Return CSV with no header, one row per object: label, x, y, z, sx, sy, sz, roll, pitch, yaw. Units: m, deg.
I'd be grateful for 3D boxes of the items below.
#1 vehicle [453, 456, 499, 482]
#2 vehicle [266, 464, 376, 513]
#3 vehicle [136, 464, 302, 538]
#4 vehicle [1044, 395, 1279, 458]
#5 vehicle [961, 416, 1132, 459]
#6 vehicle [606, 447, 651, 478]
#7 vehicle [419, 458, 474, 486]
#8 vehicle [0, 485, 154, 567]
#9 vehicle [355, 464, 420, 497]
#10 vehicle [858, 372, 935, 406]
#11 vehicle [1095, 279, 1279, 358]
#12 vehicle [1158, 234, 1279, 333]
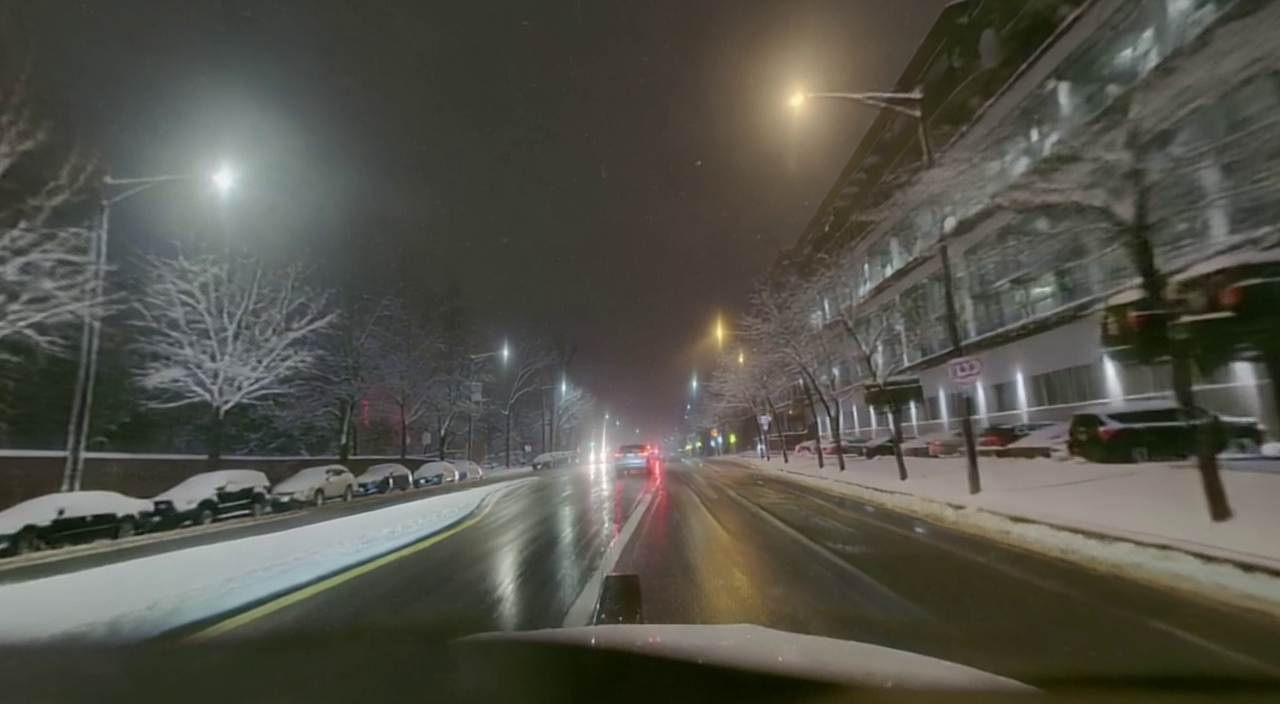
vehicle,-12.209,8.727,47.339,2.016,1.627,4.742,-2,-8,3
vehicle,-13.261,5.668,26.625,1.984,1.635,4.525,-3,-9,5
vehicle,-13.771,4.834,21.096,1.917,1.775,5.018,-10,-10,2
vehicle,14.567,2.158,17.924,4.619,1.626,2.121,-1,-8,6
vehicle,14.984,3.222,23.581,4.750,1.519,2.276,0,-9,3
vehicle,-0.501,5.619,32.526,2.051,1.454,4.132,0,-8,3
vehicle,-12.562,7.801,41.304,1.997,1.668,4.084,-1,-8,4
vehicle,-14.062,3.946,14.452,2.021,1.438,4.616,-3,-9,5
vehicle,-12.956,6.582,32.635,1.646,1.462,3.740,0,-8,2
vehicle,15.129,2.222,37.424,3.766,1.708,1.810,-2,-10,6
vehicle,13.776,-0.780,15.528,3.770,1.574,1.671,-1,-9,5
vehicle,13.503,-1.422,13.083,3.826,1.601,1.807,-3,-8,1
